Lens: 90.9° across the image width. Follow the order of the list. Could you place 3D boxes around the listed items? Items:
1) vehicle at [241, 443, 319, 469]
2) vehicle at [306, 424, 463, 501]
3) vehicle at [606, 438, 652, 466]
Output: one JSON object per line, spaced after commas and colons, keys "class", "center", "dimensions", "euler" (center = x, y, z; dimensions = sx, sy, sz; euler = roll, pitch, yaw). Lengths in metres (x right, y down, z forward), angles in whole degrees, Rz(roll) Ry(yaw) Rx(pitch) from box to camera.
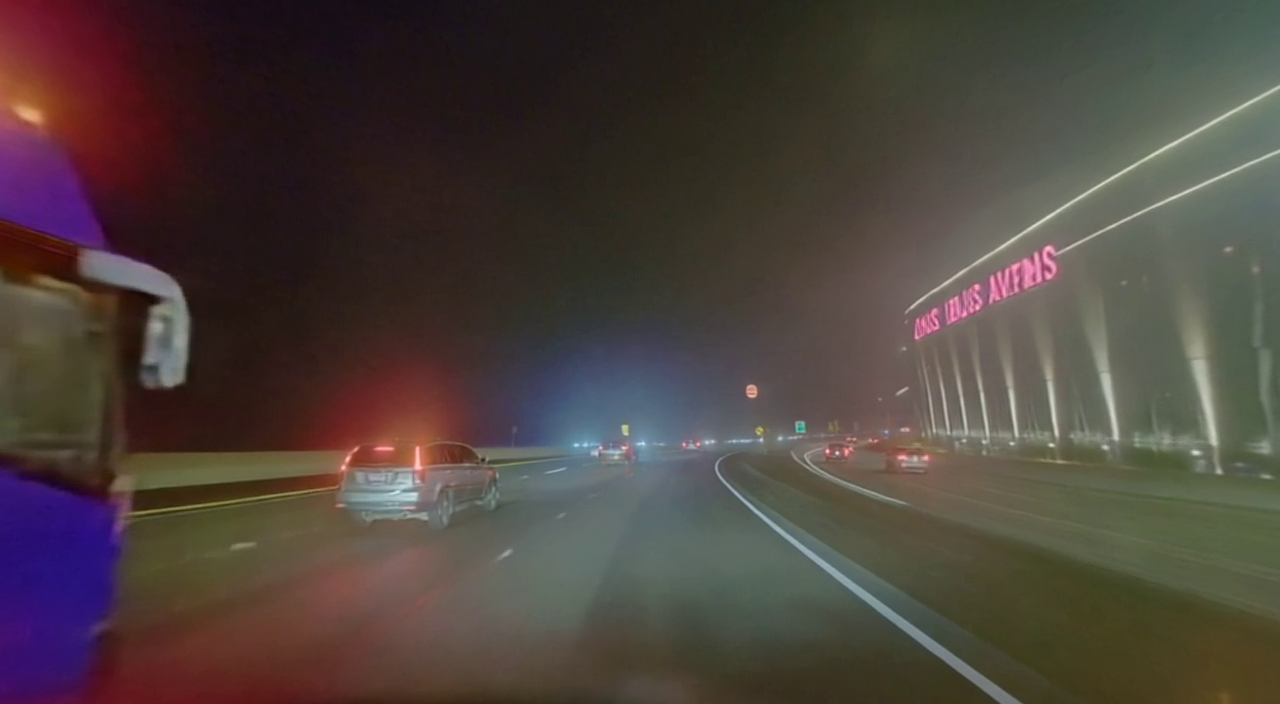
{"class": "vehicle", "center": [-22.256, 6.430, 39.200], "dimensions": [1.893, 1.473, 4.346], "euler": [-2, -9, 8]}
{"class": "vehicle", "center": [-6.317, 2.788, 16.293], "dimensions": [1.993, 1.690, 4.450], "euler": [-1, -9, 3]}
{"class": "vehicle", "center": [-0.527, 5.558, 35.033], "dimensions": [1.928, 1.455, 4.361], "euler": [-1, -9, 8]}
